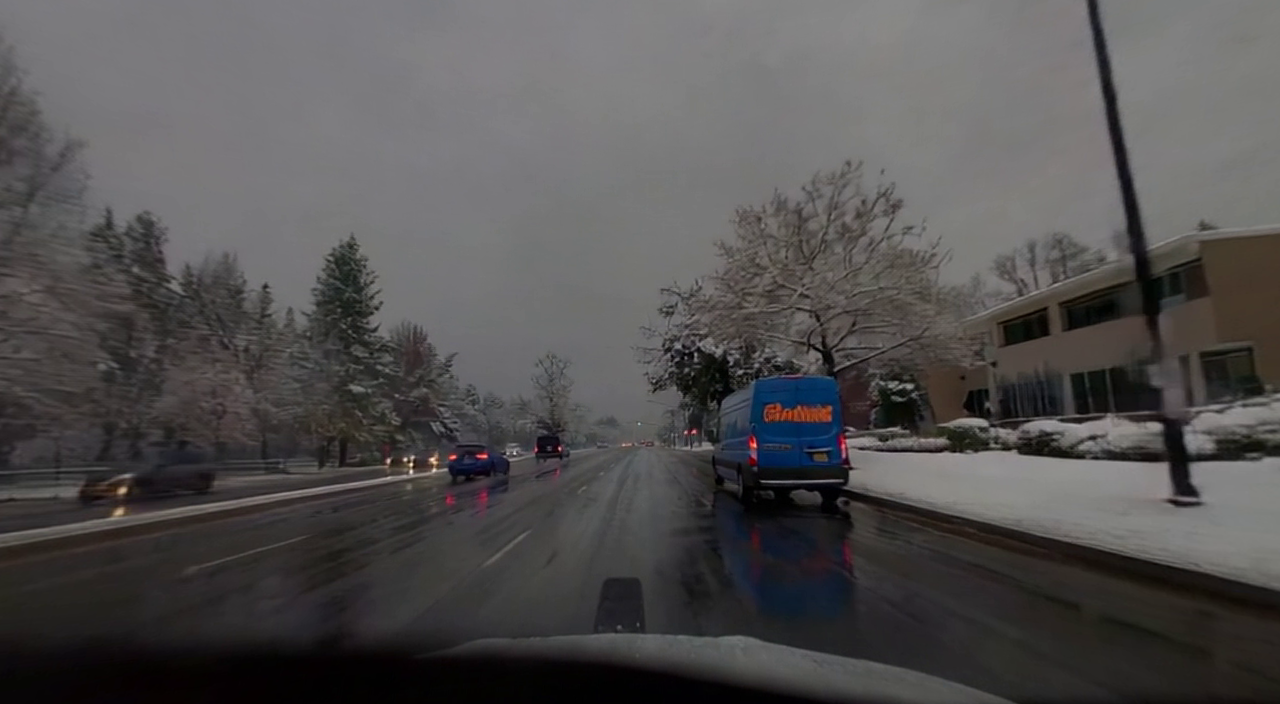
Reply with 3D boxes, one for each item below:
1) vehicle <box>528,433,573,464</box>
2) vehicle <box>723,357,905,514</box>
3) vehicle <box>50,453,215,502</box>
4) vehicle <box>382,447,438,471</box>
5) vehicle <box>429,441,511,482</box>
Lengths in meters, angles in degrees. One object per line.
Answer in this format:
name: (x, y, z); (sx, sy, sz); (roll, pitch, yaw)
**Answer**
vehicle: (-6.291, 6.898, 45.256); (2.332, 2.039, 5.678); (0, -9, 1)
vehicle: (3.657, 1.956, 14.612); (2.791, 3.026, 4.668); (0, -9, 0)
vehicle: (-18.003, 4.443, 22.797); (1.974, 1.525, 4.738); (0, -9, 0)
vehicle: (-14.931, 6.960, 41.271); (1.842, 1.472, 4.639); (0, -9, 1)
vehicle: (-6.594, 4.311, 25.109); (1.970, 1.456, 4.441); (0, -9, 1)
